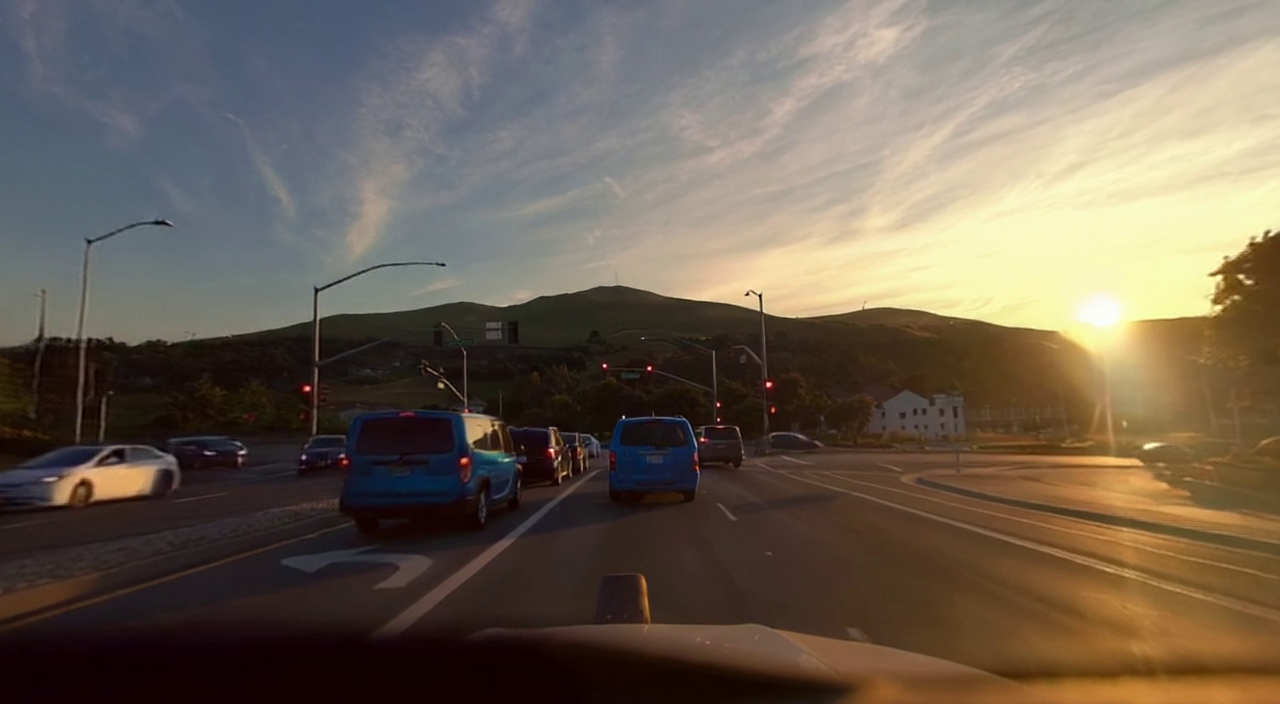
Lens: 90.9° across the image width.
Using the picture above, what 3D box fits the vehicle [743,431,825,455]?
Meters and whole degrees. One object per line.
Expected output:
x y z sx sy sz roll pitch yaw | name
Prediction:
9.050 5.752 39.882 4.696 1.461 1.810 0 -8 0 | vehicle

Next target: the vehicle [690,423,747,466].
3.190 3.857 26.297 1.817 1.662 3.843 0 -8 -1 | vehicle

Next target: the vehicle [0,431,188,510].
-14.431 3.034 16.685 2.053 1.754 4.717 1 -8 -10 | vehicle

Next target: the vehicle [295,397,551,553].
-2.836 1.747 9.600 2.131 1.783 4.540 0 -8 2 | vehicle

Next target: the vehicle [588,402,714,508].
0.208 2.110 13.203 2.185 1.822 4.391 0 -8 1 | vehicle
